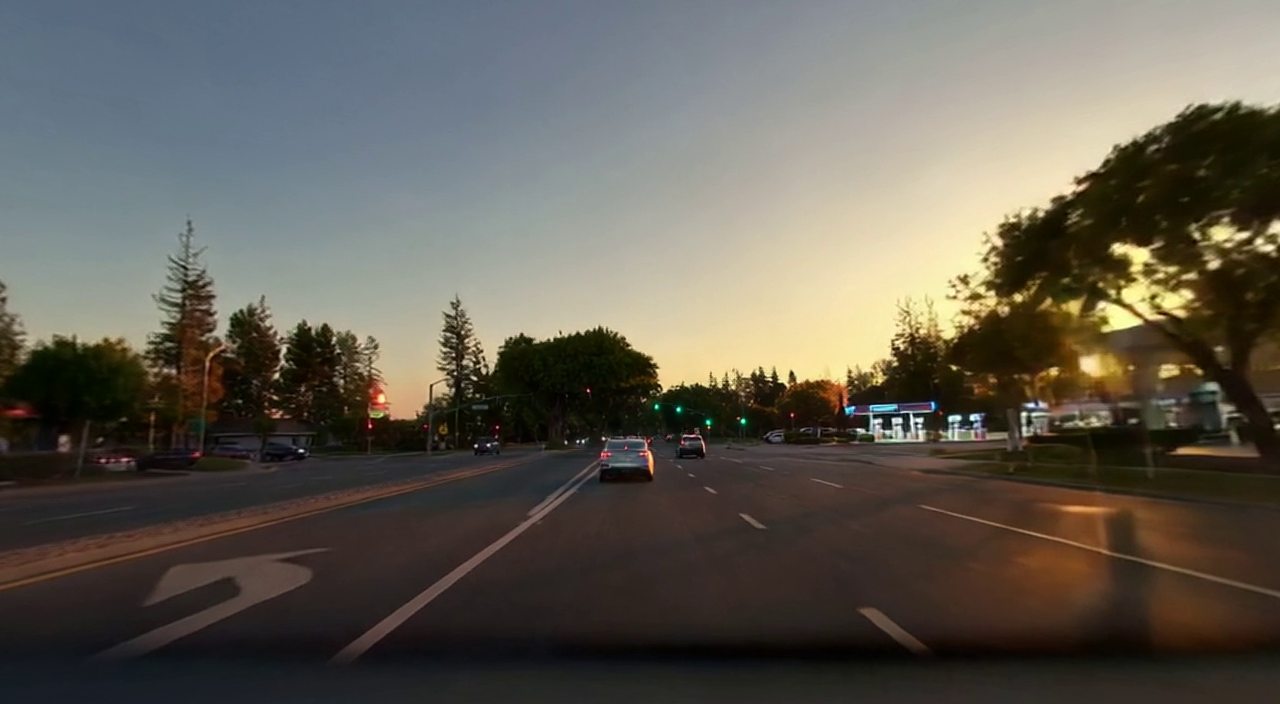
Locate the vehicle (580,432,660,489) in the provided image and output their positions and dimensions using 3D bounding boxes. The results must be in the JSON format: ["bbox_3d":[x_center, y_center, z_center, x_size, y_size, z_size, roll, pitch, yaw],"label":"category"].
[{"bbox_3d":[-0.509,3.046,18.021,2.040,1.451,3.736,0,-8,0],"label":"vehicle"}]

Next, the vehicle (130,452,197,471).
[{"bbox_3d":[-36.452,8.378,48.407,3.670,1.430,1.897,-1,-9,6],"label":"vehicle"}]
